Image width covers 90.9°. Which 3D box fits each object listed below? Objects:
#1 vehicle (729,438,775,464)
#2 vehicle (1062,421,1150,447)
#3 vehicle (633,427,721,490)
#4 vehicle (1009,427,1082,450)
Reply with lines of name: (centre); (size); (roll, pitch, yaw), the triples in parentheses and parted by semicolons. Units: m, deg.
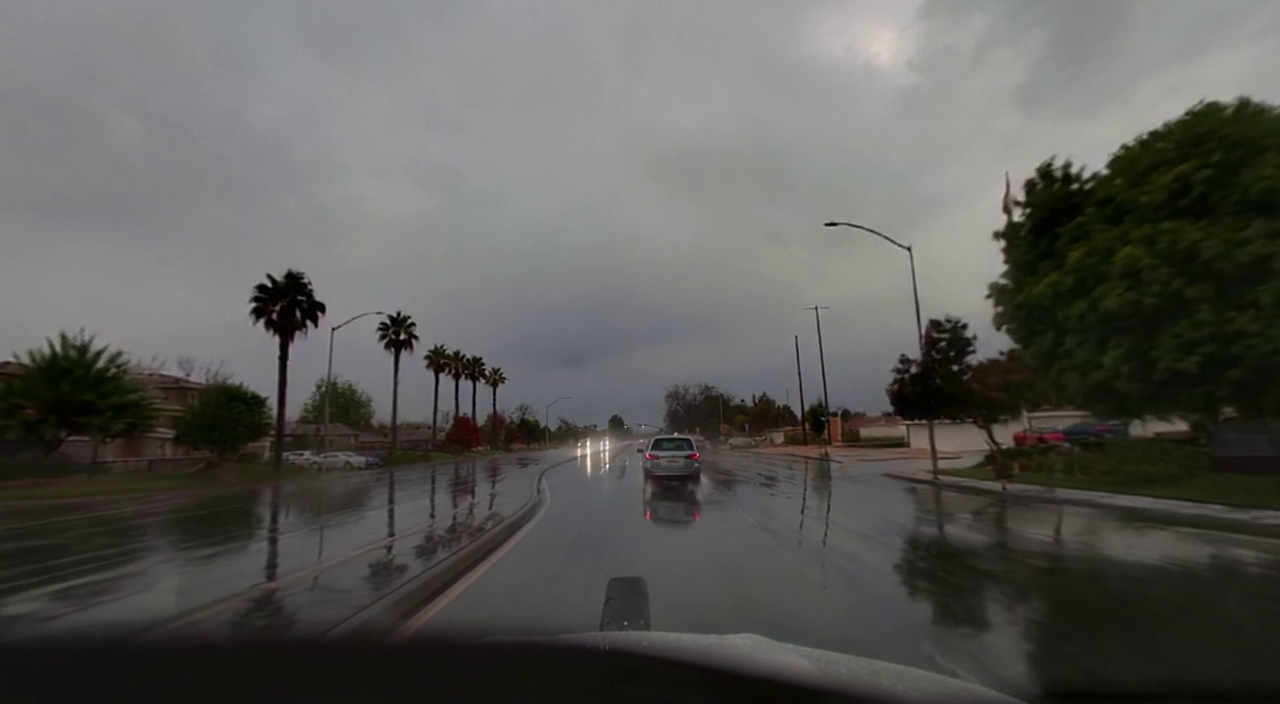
vehicle: (6.641, 5.932, 37.803); (1.897, 1.477, 4.360); (0, -8, -1)
vehicle: (32.753, 5.829, 44.484); (1.946, 1.740, 4.813); (2, -9, -10)
vehicle: (0.978, 3.208, 19.252); (2.289, 1.679, 4.180); (0, -8, -2)
vehicle: (27.655, 5.931, 43.080); (1.781, 1.520, 3.979); (2, -9, -13)
